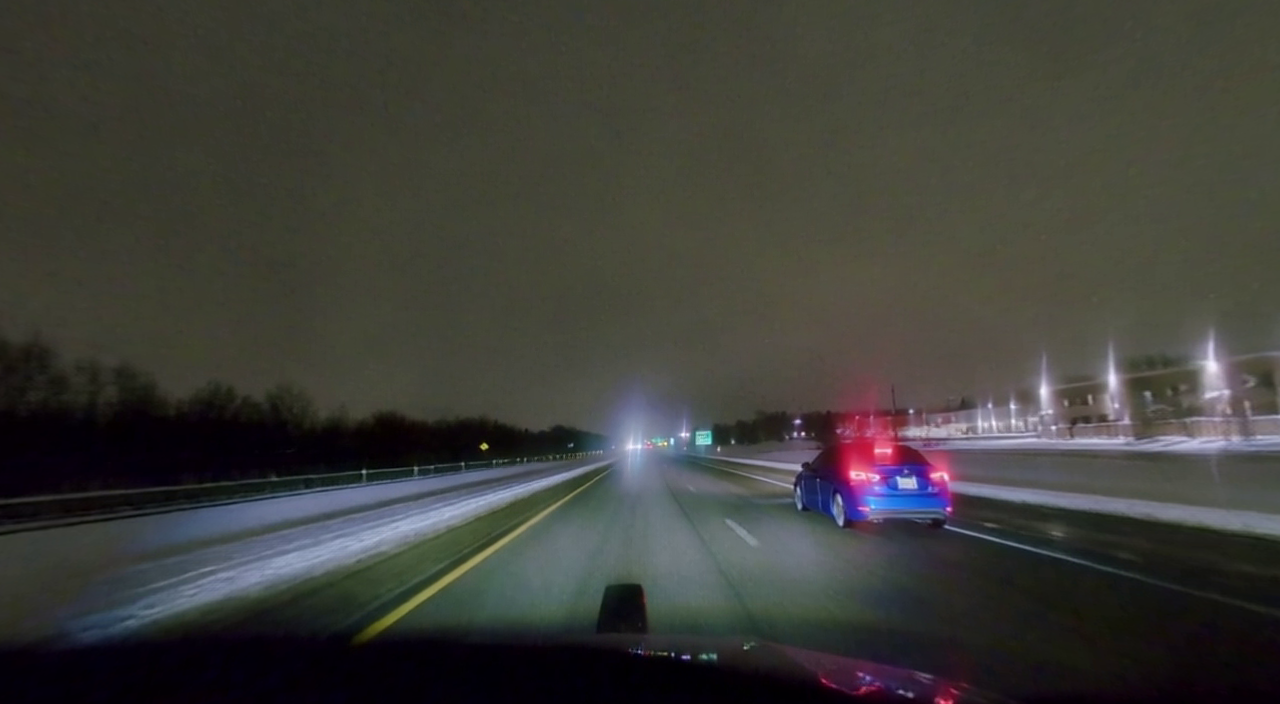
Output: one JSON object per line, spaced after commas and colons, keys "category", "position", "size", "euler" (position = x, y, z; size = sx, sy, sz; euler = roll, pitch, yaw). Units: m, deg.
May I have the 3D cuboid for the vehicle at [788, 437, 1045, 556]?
{"category": "vehicle", "position": [4.103, 2.207, 10.502], "size": [2.053, 1.490, 4.799], "euler": [0, -8, -1]}
